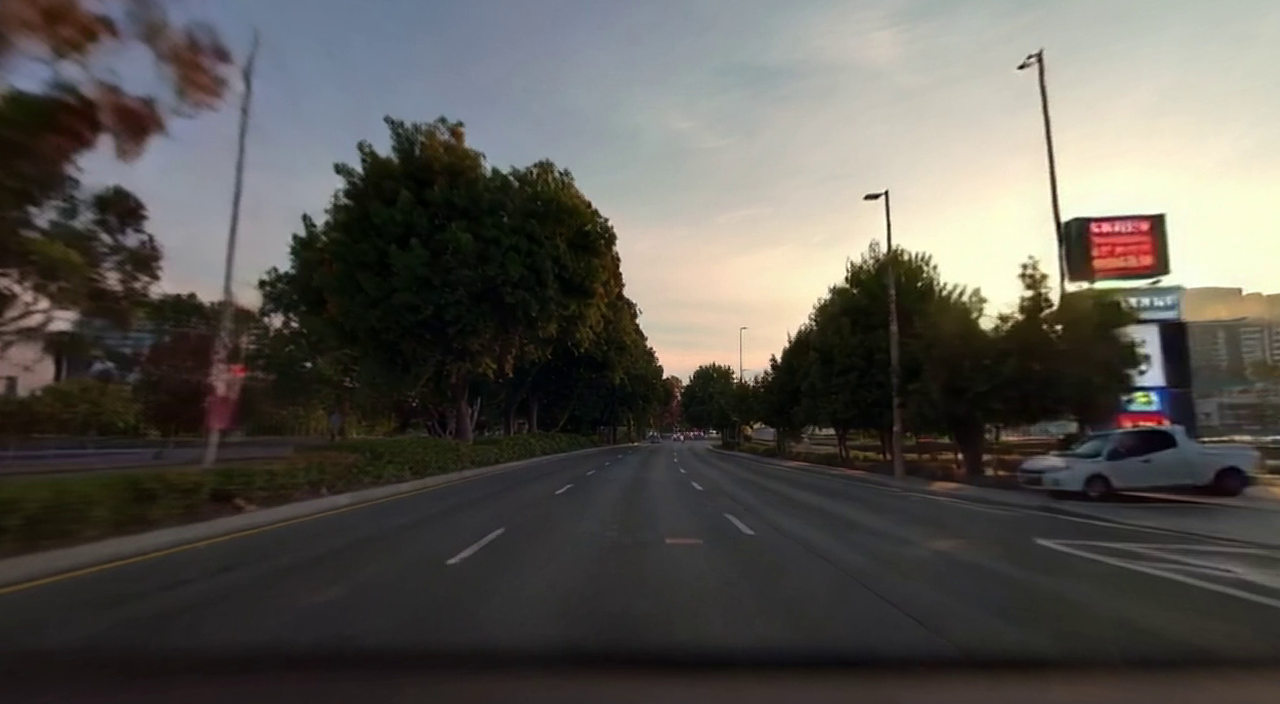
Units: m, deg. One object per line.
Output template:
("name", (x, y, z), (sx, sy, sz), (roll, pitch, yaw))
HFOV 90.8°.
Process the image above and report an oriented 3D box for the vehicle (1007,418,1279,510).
("vehicle", (10.049, 2.161, 12.340), (4.476, 1.629, 1.953), (0, -8, 0))
